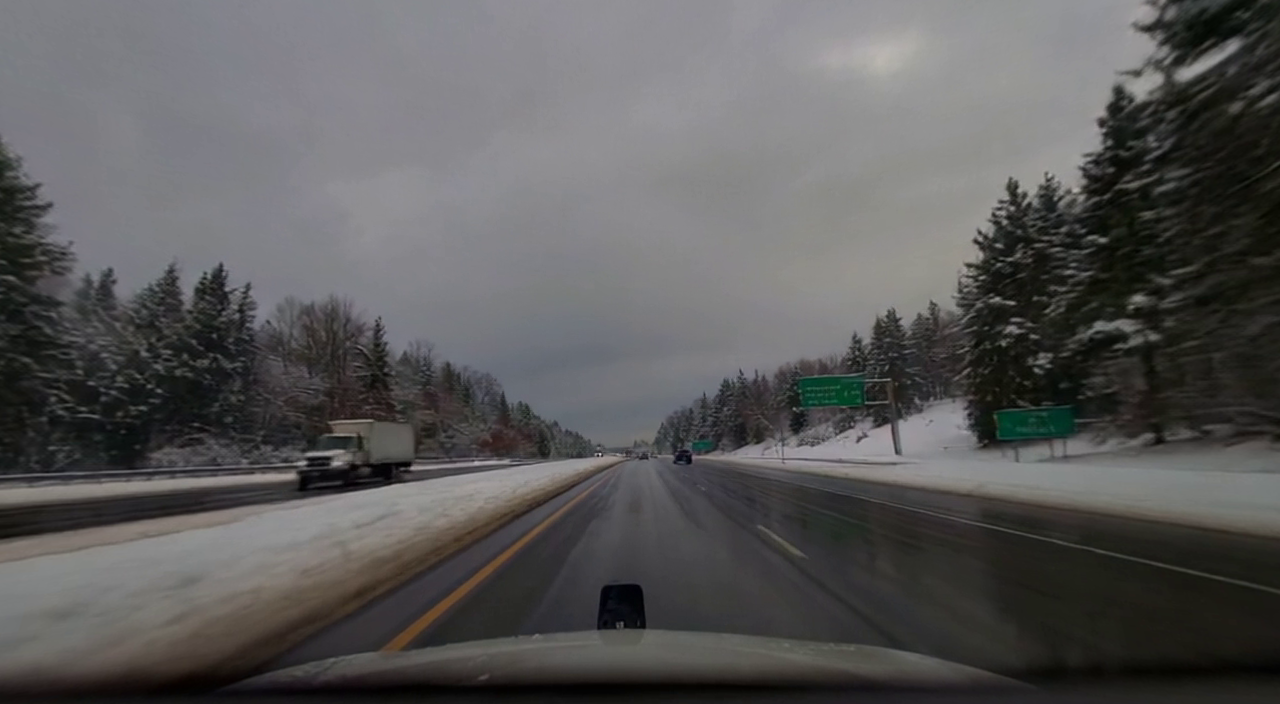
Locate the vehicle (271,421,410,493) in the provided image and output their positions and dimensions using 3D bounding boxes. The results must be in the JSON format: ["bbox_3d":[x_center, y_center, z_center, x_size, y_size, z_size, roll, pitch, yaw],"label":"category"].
[{"bbox_3d":[-12.710,4.538,27.551,2.621,2.749,6.890,0,-9,0],"label":"vehicle"}]
